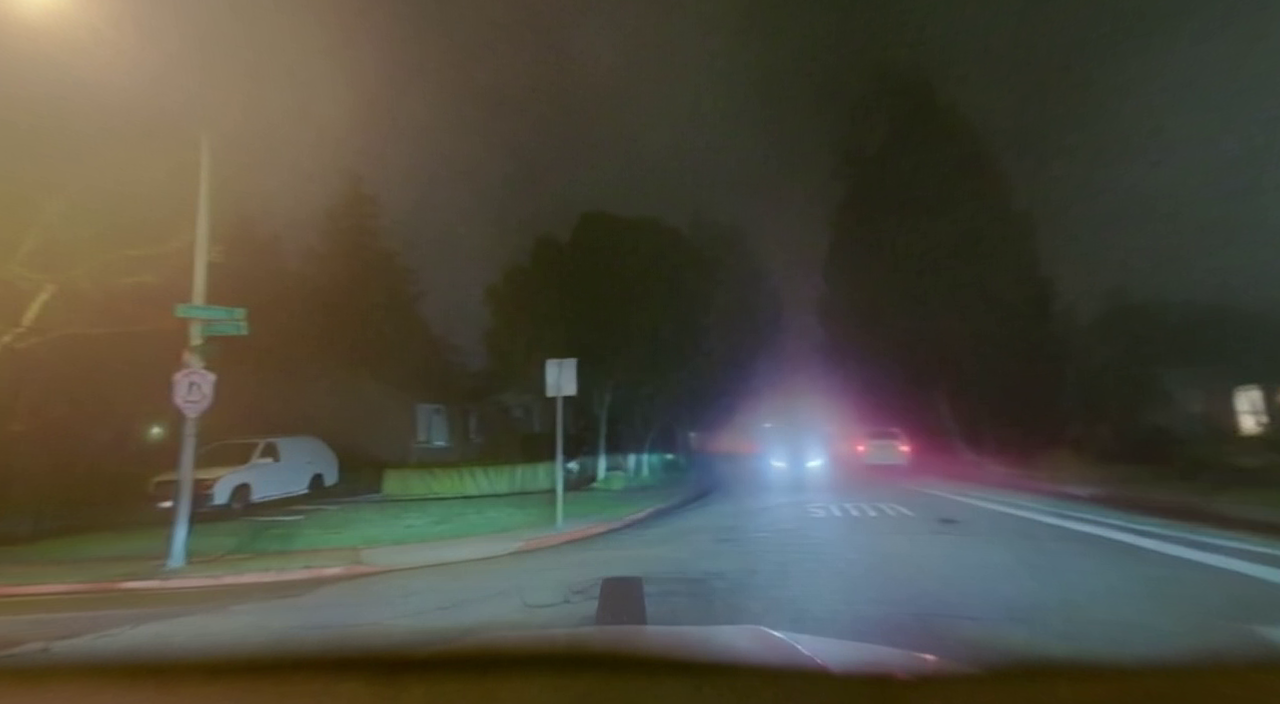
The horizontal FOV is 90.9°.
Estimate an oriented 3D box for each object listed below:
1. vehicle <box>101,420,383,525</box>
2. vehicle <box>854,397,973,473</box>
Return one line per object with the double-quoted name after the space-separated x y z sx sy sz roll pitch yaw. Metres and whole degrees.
-8.624 2.593 14.711 2.286 1.915 5.980 -1 -7 6 "vehicle"
12.676 3.851 29.912 2.718 3.089 6.380 -2 -6 1 "vehicle"
